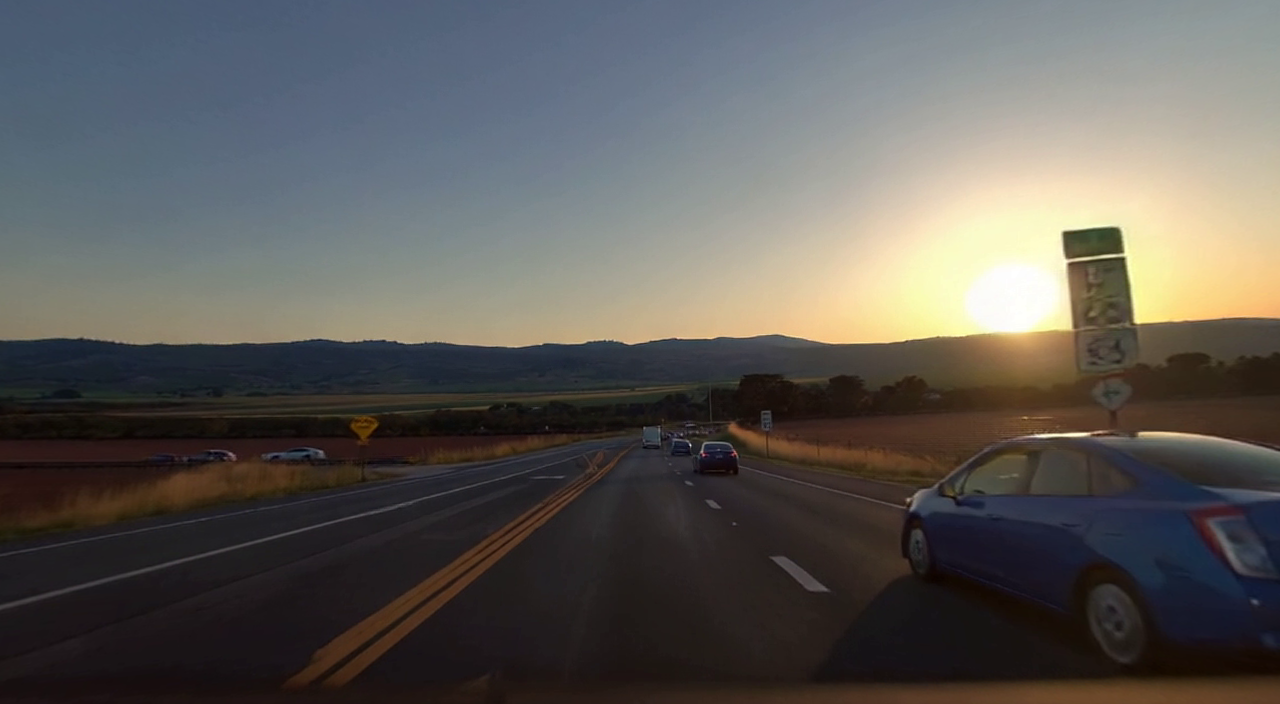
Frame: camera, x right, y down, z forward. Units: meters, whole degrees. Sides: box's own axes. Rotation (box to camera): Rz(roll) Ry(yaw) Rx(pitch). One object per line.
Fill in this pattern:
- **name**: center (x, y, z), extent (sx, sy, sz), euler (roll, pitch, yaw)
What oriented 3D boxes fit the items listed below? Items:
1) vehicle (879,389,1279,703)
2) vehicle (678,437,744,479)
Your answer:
- **vehicle**: center (3.532, 1.210, 4.597), extent (2.007, 1.534, 3.976), euler (0, -8, 0)
- **vehicle**: center (2.732, 4.199, 25.246), extent (2.026, 1.531, 4.273), euler (0, -8, -2)
